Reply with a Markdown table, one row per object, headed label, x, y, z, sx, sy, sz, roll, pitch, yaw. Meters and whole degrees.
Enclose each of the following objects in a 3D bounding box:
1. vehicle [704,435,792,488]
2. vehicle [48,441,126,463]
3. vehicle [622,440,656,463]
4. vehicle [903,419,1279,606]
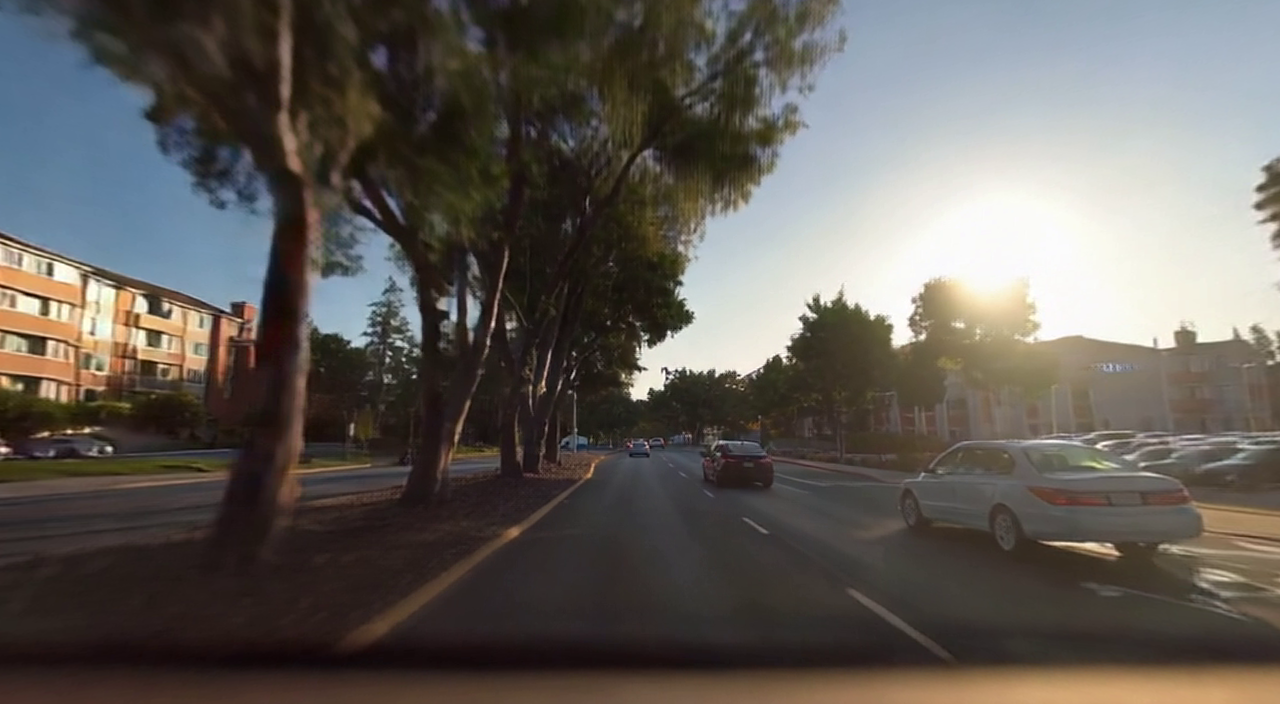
| label | x | y | z | sx | sy | sz | roll | pitch | yaw |
| --- | --- | --- | --- | --- | --- | --- | --- | --- | --- |
| vehicle | 3.415 | 3.562 | 20.940 | 1.953 | 1.514 | 4.672 | 0 | -8 | -1 |
| vehicle | -37.910 | 6.885 | 43.352 | 3.747 | 1.422 | 1.643 | 1 | -9 | -1 |
| vehicle | -0.115 | 6.504 | 41.439 | 2.095 | 1.456 | 3.873 | 0 | -8 | -1 |
| vehicle | 5.392 | 1.668 | 7.633 | 2.098 | 1.507 | 4.655 | 1 | -8 | -5 |
